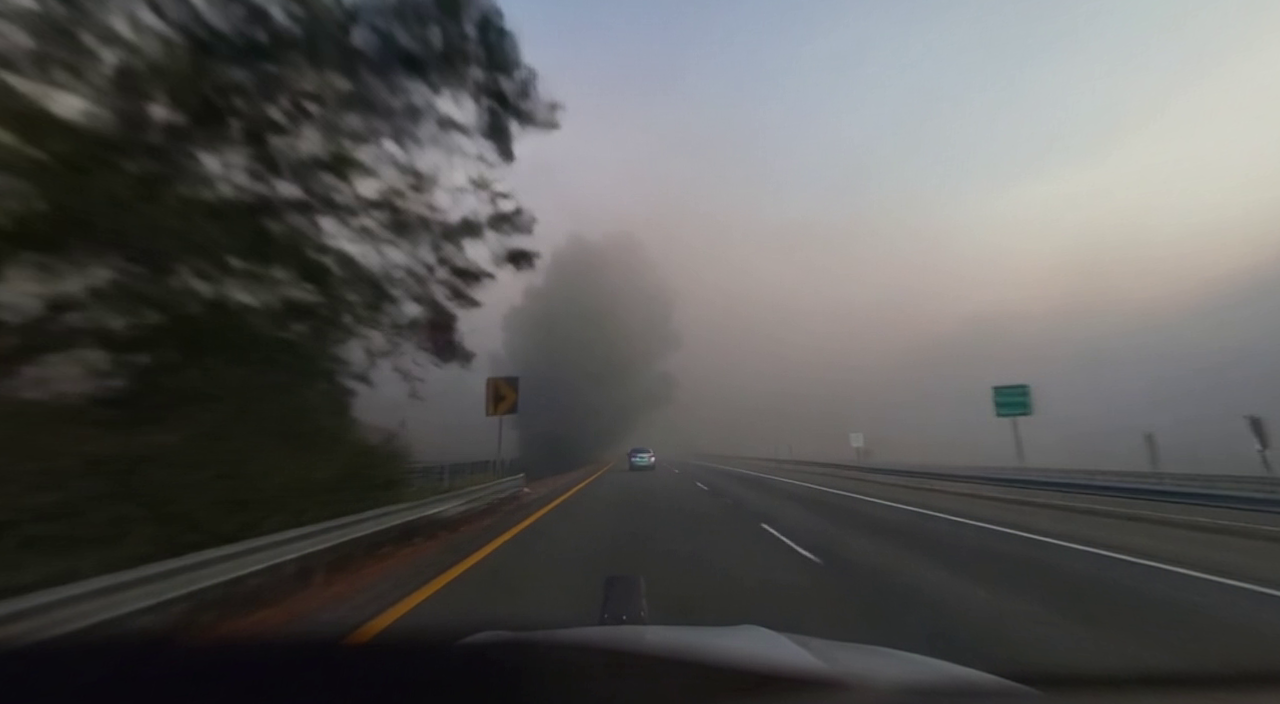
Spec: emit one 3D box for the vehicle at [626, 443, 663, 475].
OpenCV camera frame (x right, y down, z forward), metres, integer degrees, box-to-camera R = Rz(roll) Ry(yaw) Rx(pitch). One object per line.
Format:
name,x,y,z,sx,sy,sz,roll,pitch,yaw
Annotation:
vehicle,0.208,6.022,35.622,1.987,1.658,3.620,0,-9,0
